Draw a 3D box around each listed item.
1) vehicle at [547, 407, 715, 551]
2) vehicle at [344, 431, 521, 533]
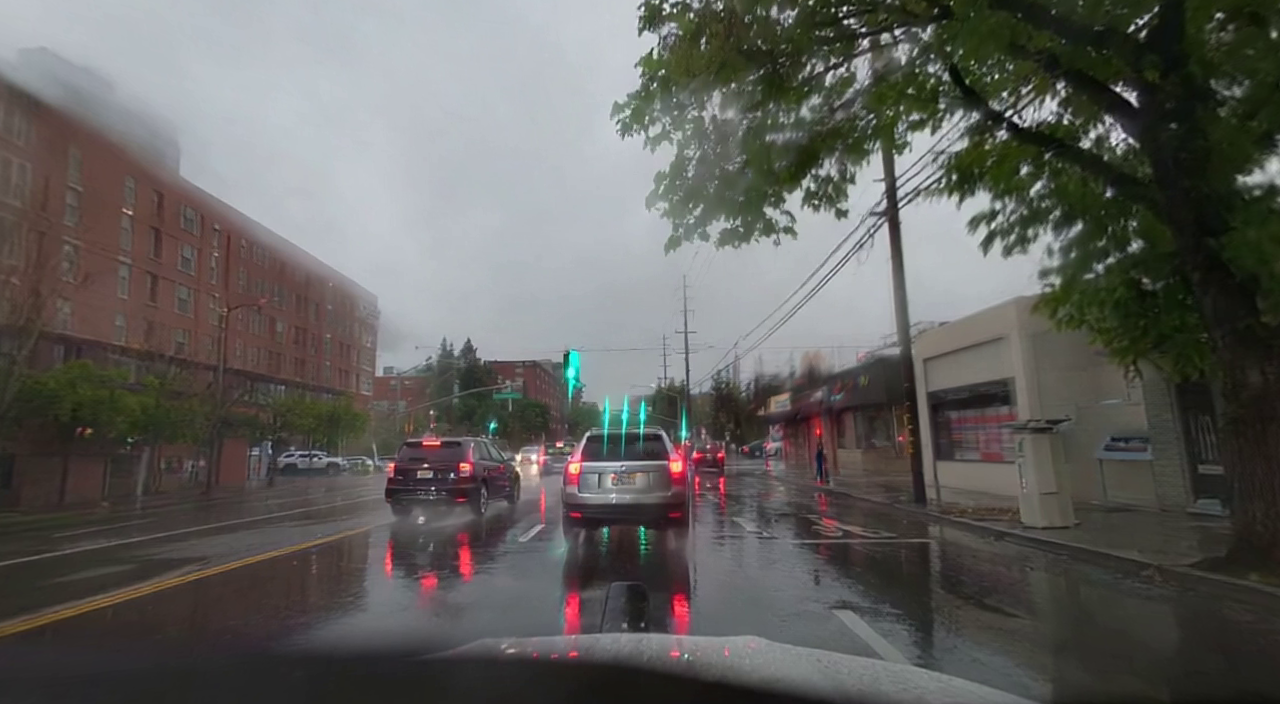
[{"bbox_3d":[-0.083,1.879,9.914,2.075,1.770,4.018,0,-8,1],"label":"vehicle"},{"bbox_3d":[-3.721,2.387,12.221,1.886,1.599,4.247,0,-8,1],"label":"vehicle"}]
